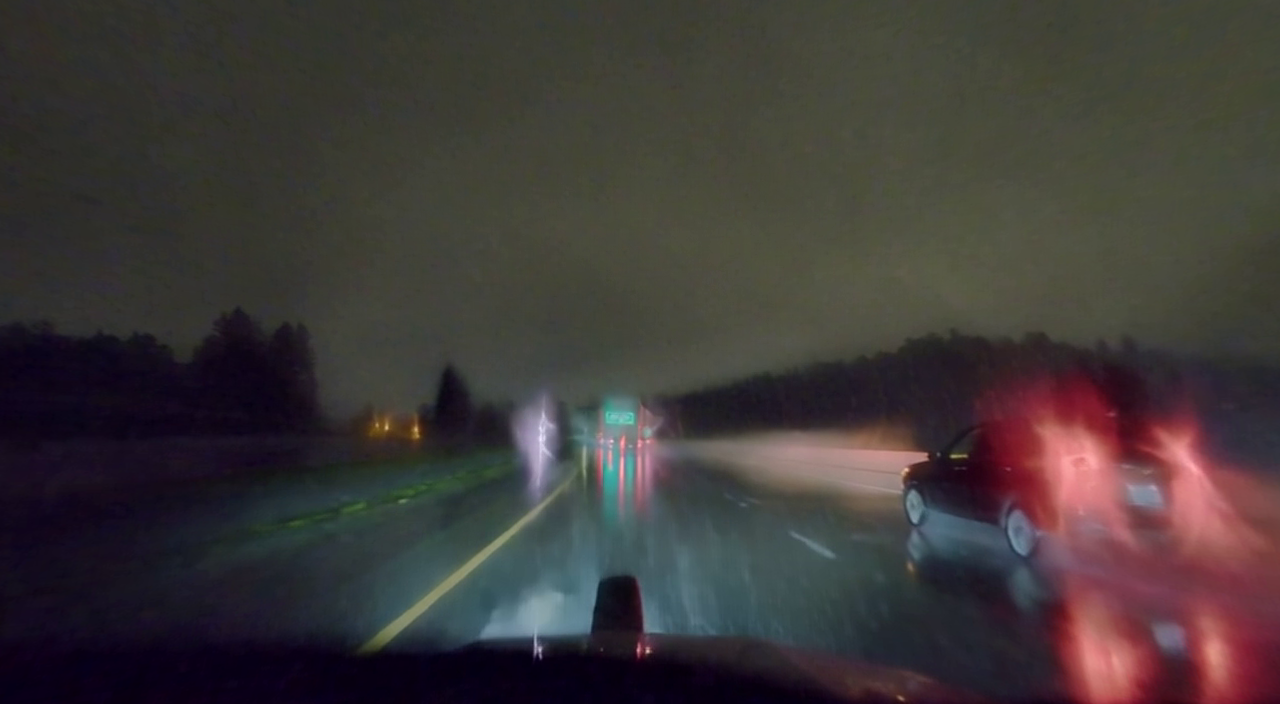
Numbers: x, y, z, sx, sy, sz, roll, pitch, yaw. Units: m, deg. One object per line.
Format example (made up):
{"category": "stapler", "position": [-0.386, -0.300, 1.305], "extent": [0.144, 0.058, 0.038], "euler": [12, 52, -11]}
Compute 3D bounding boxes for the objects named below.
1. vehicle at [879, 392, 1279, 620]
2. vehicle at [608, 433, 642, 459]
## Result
{"category": "vehicle", "position": [4.001, 1.281, 6.097], "extent": [1.852, 1.513, 3.652], "euler": [0, -8, -1]}
{"category": "vehicle", "position": [-0.989, 5.905, 39.731], "extent": [1.998, 1.512, 3.735], "euler": [1, -8, -3]}
